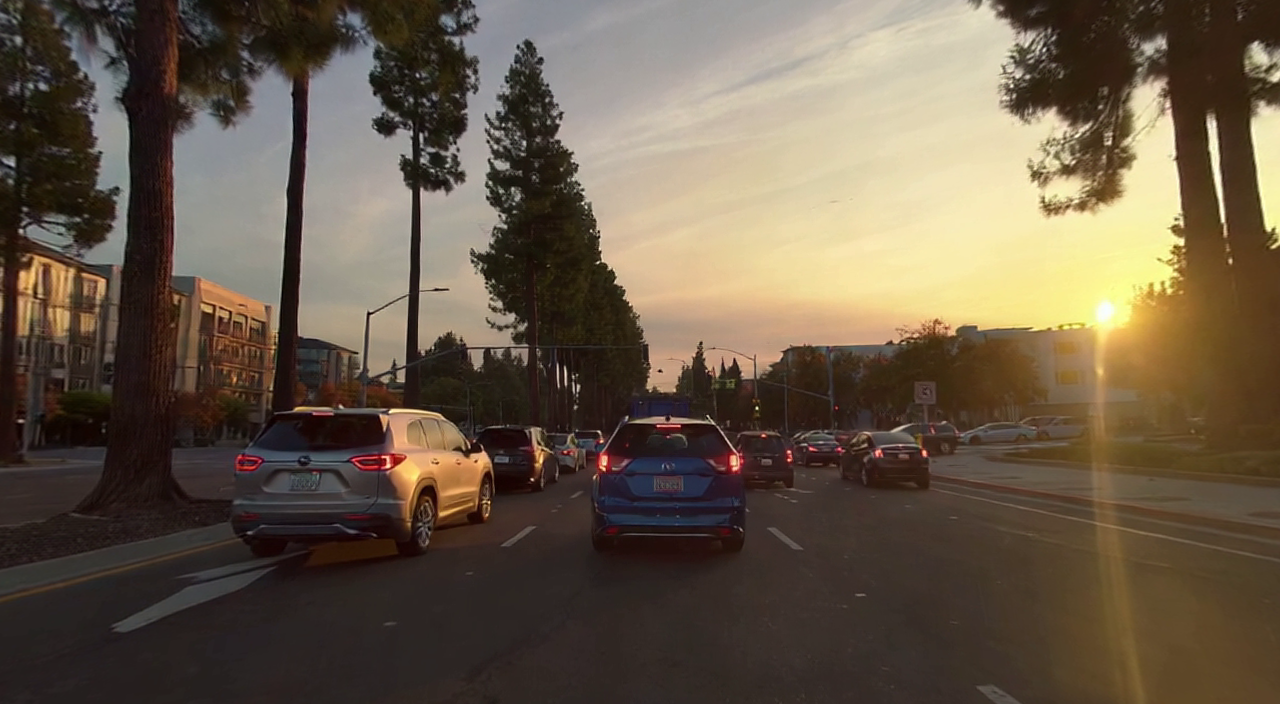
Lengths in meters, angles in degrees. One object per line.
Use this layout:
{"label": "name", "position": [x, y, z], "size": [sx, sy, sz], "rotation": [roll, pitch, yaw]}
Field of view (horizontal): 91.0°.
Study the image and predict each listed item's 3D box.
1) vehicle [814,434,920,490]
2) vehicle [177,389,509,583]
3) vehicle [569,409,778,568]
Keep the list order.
{"label": "vehicle", "position": [7.116, 3.484, 20.260], "size": [2.067, 1.599, 4.251], "rotation": [-1, -8, 4]}
{"label": "vehicle", "position": [-3.255, 1.581, 8.169], "size": [2.085, 1.812, 4.388], "rotation": [0, -8, 1]}
{"label": "vehicle", "position": [0.375, 1.747, 8.772], "size": [2.189, 1.649, 4.171], "rotation": [0, -8, 1]}
